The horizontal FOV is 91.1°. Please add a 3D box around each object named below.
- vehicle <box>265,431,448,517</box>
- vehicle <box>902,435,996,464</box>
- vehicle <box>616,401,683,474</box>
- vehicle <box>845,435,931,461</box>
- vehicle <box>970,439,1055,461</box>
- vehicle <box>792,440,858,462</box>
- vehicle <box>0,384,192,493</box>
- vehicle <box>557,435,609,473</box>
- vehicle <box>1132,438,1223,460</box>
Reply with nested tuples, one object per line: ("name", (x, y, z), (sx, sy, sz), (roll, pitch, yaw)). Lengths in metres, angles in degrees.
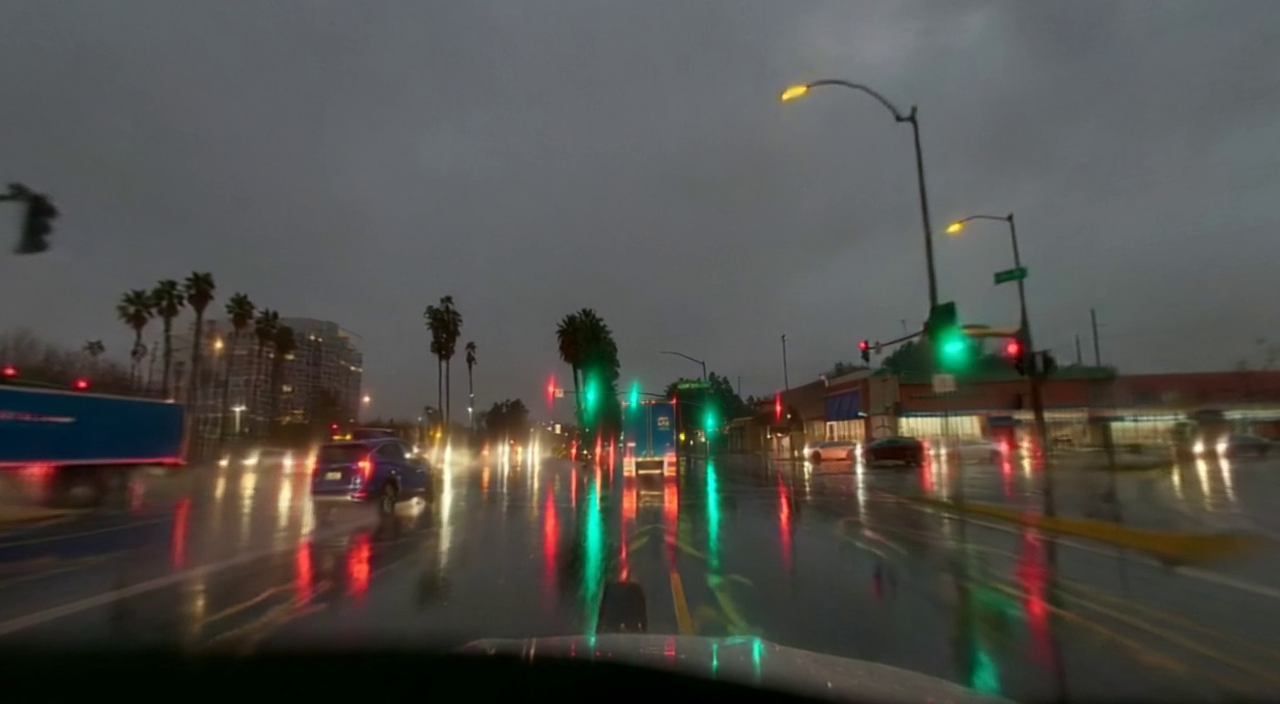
("vehicle", (-6.214, 2.716, 14.545), (2.045, 1.630, 4.680), (0, -9, 0))
("vehicle", (19.524, 6.195, 39.756), (4.831, 1.529, 1.966), (-3, -10, 0))
("vehicle", (0.483, 4.330, 31.487), (2.993, 3.235, 6.692), (0, -9, 1))
("vehicle", (17.018, 6.621, 43.204), (5.039, 1.744, 2.043), (0, -9, 0))
("vehicle", (25.463, 6.707, 43.008), (4.506, 1.484, 1.928), (0, -9, 0))
("vehicle", (14.683, 7.879, 49.960), (4.568, 1.485, 1.936), (-2, -11, 0))
("vehicle", (-25.117, 3.799, 27.298), (3.017, 3.971, 11.161), (0, -9, 0))
("vehicle", (-2.887, 5.335, 33.088), (2.178, 1.826, 4.933), (0, -9, 1))
("vehicle", (36.536, 6.597, 42.756), (4.337, 1.487, 1.949), (0, -9, 1))
